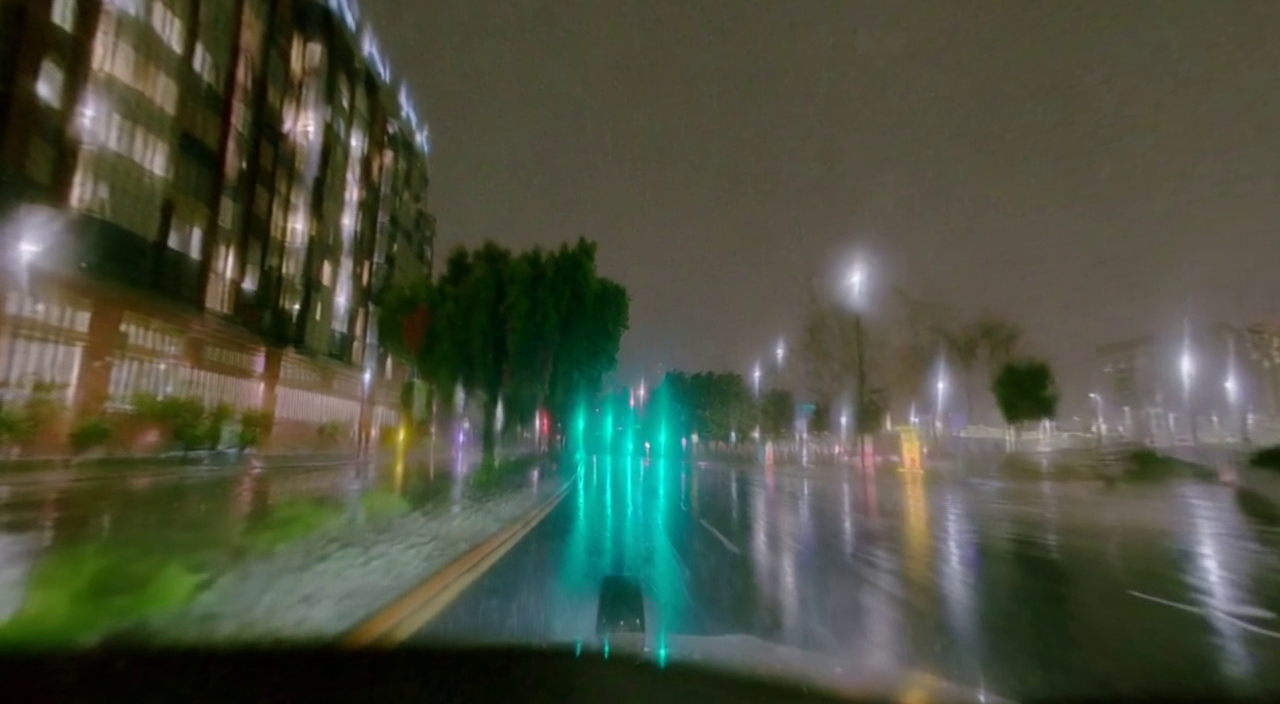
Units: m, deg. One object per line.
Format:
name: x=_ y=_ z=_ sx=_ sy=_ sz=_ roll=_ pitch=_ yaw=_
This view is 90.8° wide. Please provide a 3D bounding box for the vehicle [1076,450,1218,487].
vehicle: x=24.435 y=5.589 z=30.573 sx=5.224 sy=1.678 sz=2.033 roll=0 pitch=-9 yaw=-4
